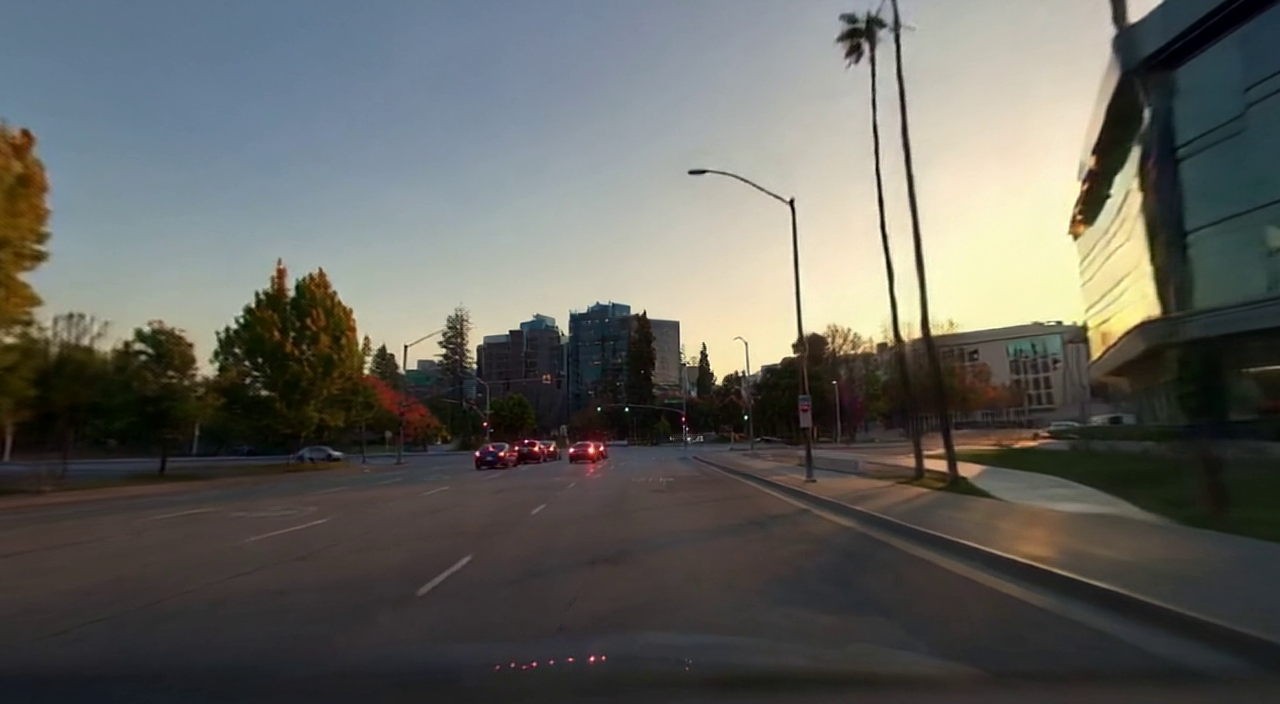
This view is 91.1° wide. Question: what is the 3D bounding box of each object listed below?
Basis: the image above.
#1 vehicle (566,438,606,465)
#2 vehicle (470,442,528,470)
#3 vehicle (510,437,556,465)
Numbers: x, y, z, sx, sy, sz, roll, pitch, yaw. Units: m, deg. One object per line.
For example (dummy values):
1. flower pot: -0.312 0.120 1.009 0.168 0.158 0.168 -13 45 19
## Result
1. vehicle: -3.403 6.353 40.164 2.043 1.636 4.320 0 -9 2
2. vehicle: -7.713 5.732 34.798 2.030 1.440 4.464 0 -9 2
3. vehicle: -7.224 6.778 43.018 2.152 1.813 4.751 0 -9 2
